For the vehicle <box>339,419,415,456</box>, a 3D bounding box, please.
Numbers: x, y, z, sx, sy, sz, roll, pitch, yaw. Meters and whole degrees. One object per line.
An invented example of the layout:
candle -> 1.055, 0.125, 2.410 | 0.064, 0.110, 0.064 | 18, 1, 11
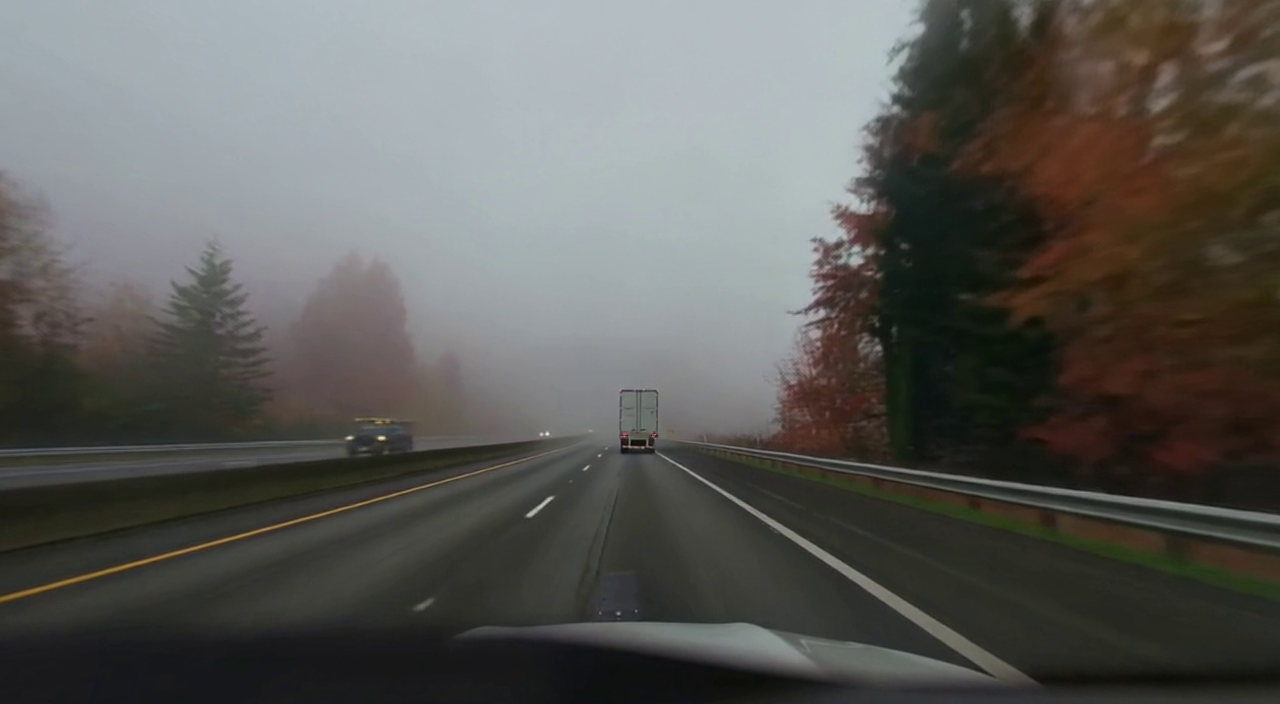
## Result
vehicle -> -14.987, 4.916, 36.137 | 2.112, 1.931, 5.092 | 0, -8, 0

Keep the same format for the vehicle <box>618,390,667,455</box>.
vehicle -> 0.021, 5.113, 44.511 | 3.013, 4.016, 11.496 | 0, -8, -1
